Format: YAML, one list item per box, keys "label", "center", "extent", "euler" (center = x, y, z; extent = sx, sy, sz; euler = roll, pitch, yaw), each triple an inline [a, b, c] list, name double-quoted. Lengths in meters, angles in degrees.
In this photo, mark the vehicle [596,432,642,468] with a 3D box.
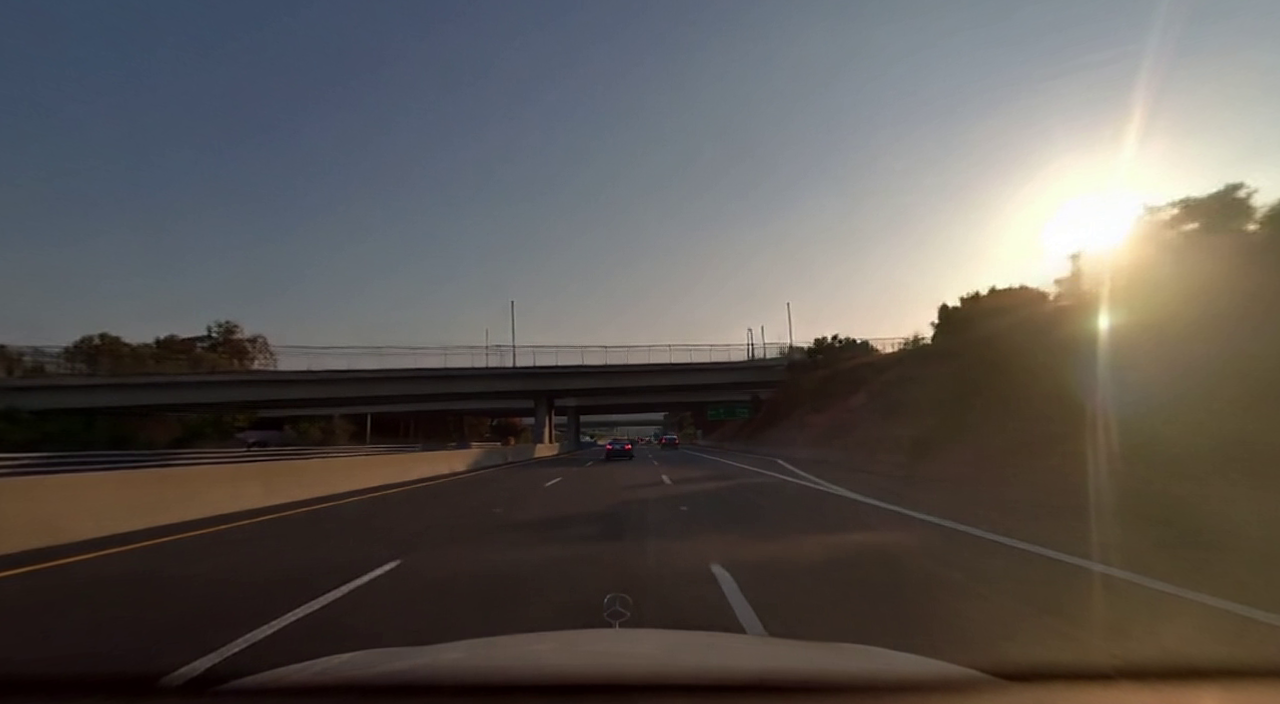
- label: "vehicle"
  center: [-0.938, 4.663, 30.129]
  extent: [2.039, 1.589, 4.324]
  euler: [0, -8, 0]
